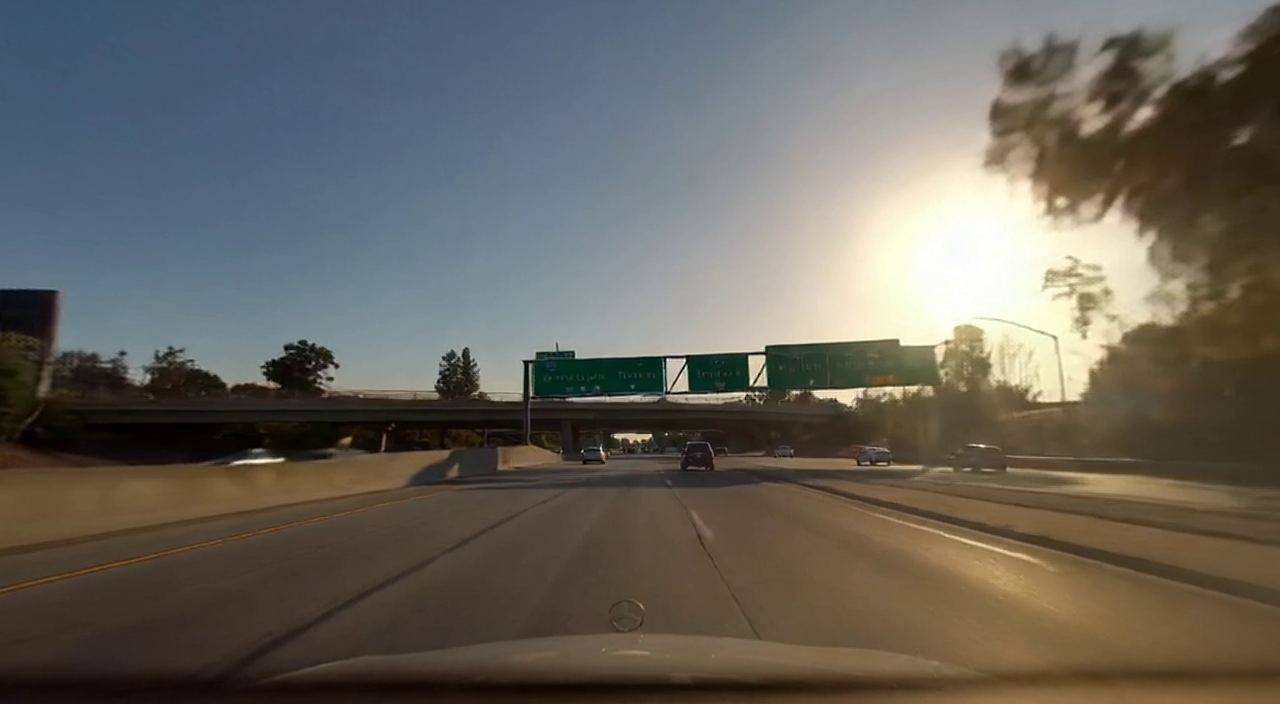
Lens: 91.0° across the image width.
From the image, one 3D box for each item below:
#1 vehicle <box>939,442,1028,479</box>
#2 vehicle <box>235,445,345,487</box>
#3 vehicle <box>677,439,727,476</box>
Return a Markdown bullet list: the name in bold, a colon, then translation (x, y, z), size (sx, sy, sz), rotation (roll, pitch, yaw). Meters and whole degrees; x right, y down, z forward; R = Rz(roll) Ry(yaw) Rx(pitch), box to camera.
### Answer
- **vehicle**: translation (17.932, 5.658, 33.185), size (2.116, 1.754, 4.727), rotation (0, -9, 2)
- **vehicle**: translation (-14.116, 4.590, 25.744), size (1.865, 1.533, 4.476), rotation (0, -8, 0)
- **vehicle**: translation (3.197, 5.554, 33.290), size (2.147, 1.794, 4.538), rotation (1, -8, 0)
